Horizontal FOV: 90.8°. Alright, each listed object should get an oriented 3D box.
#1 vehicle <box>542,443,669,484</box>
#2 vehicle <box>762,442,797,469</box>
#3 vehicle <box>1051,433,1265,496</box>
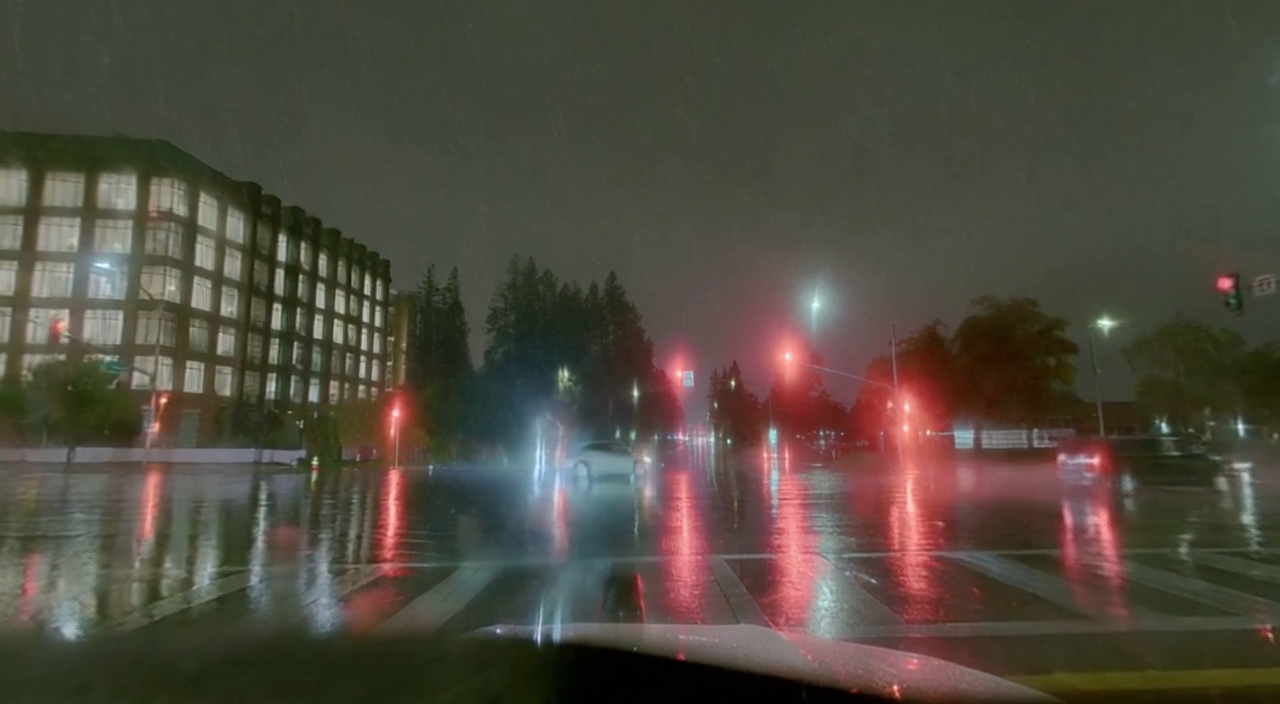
[{"bbox_3d":[-1.305,4.261,24.472,4.424,1.454,2.043,5,-10,-30],"label":"vehicle"},{"bbox_3d":[8.958,6.572,40.327,1.955,1.569,4.397,-2,-9,14],"label":"vehicle"},{"bbox_3d":[15.969,3.460,19.671,4.923,1.800,2.153,1,-8,-6],"label":"vehicle"}]
